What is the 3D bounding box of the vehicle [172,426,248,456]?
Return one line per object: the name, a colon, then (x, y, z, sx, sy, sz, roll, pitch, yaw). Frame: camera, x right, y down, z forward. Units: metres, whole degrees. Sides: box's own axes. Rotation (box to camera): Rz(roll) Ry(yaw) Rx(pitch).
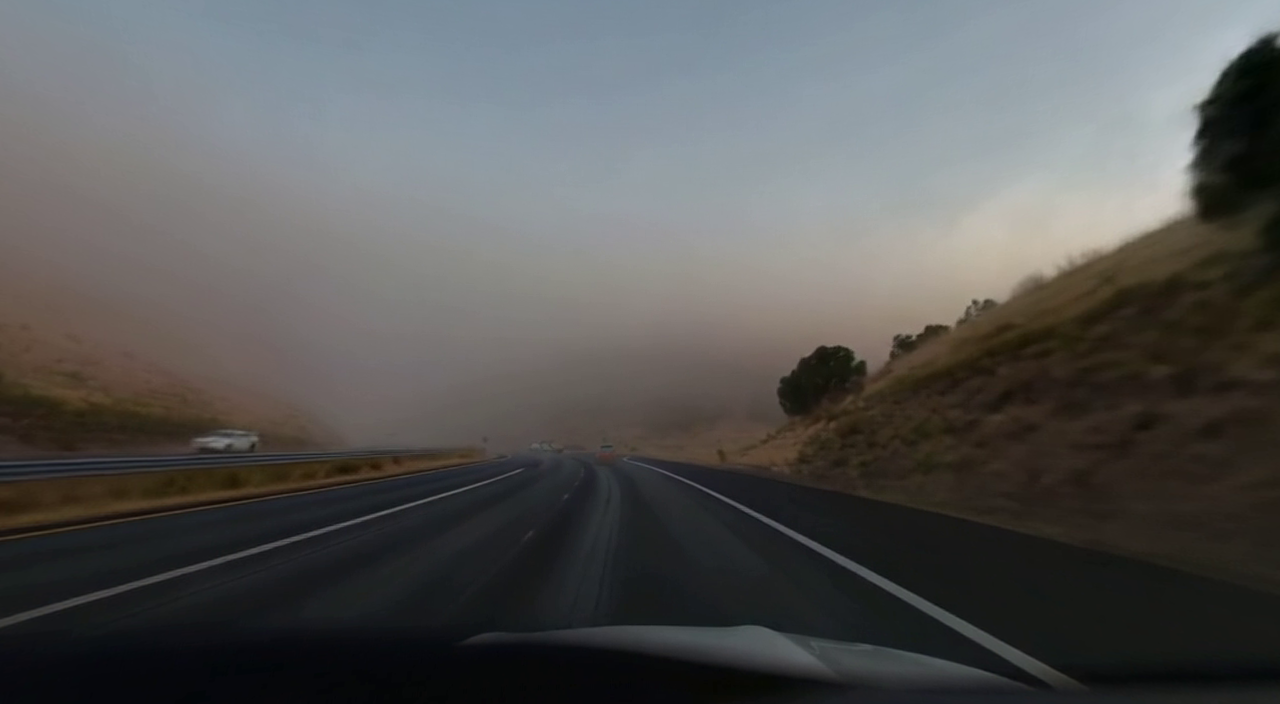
vehicle: (-26.295, 5.480, 38.701, 1.972, 1.734, 4.366, 1, -9, -7)
